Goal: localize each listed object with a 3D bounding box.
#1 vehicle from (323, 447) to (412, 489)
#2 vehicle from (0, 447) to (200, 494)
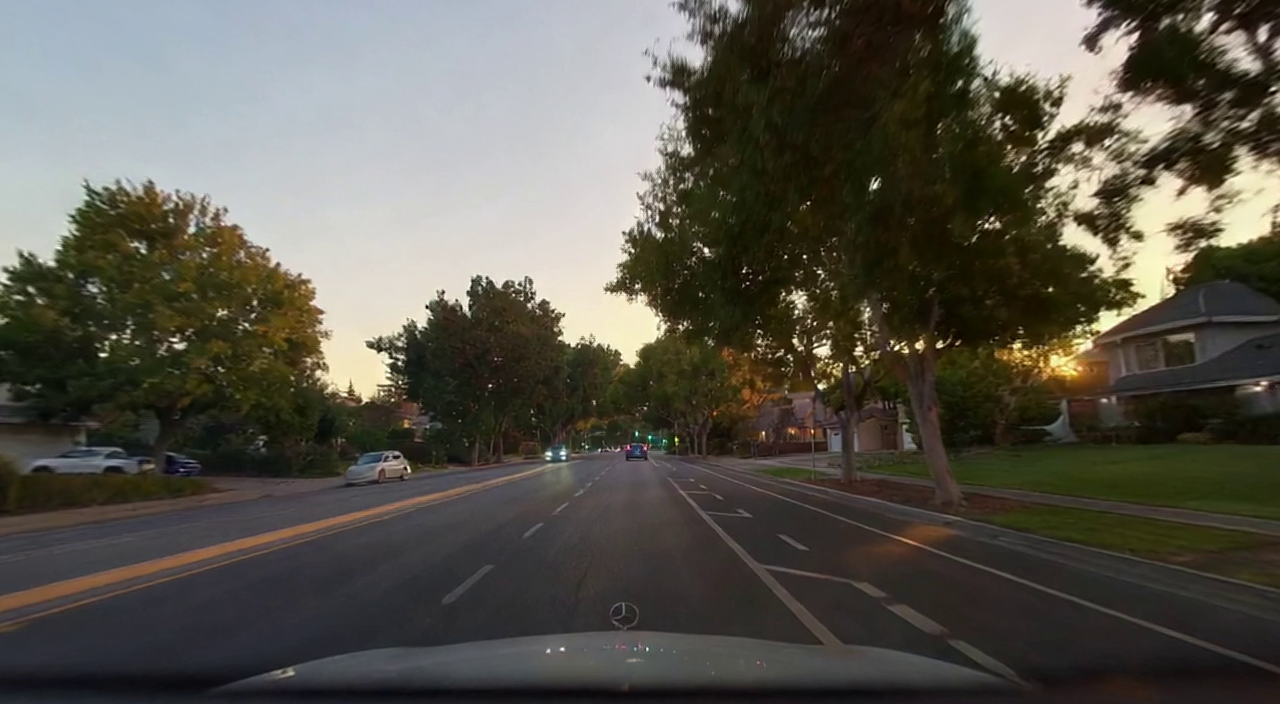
[{"bbox_3d":[-12.358,5.243,28.911,2.098,1.740,4.449,0,-9,-1],"label":"vehicle"},{"bbox_3d":[-19.334,4.251,22.764,5.009,1.557,2.264,2,-9,-9],"label":"vehicle"}]
